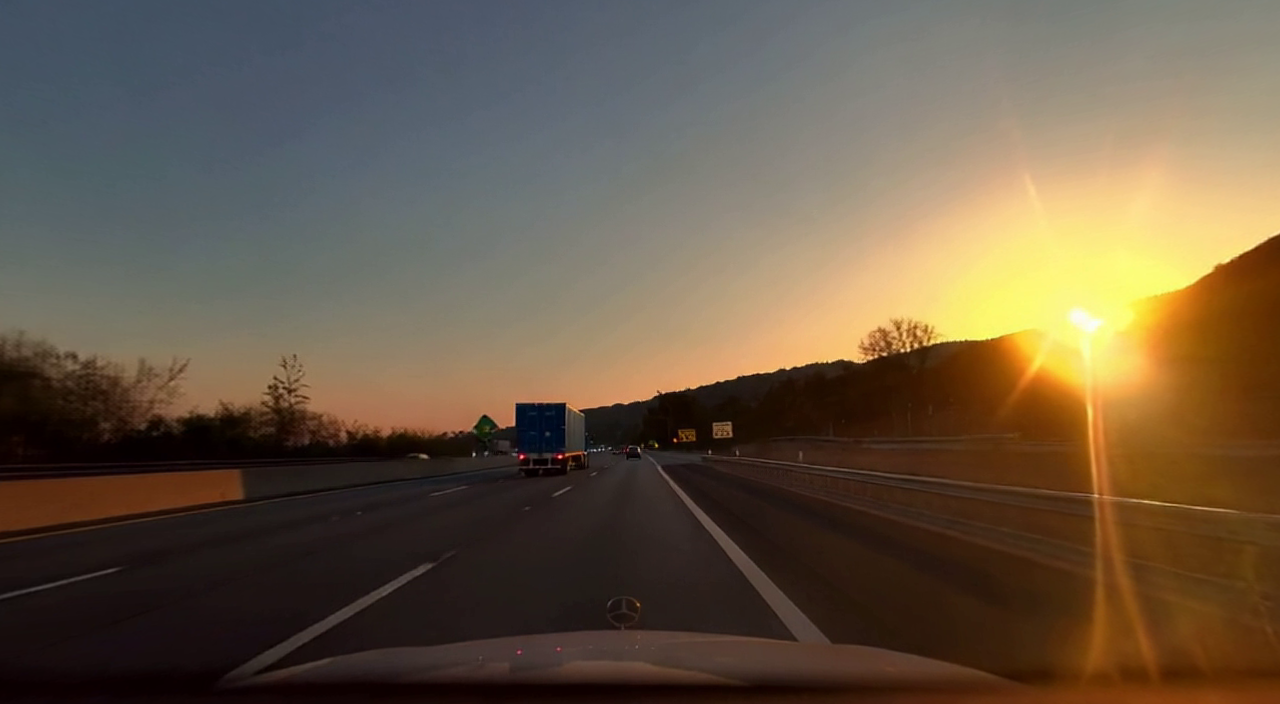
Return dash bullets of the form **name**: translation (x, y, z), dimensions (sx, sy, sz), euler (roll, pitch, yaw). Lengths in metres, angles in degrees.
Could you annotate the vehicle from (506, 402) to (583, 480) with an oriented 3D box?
- **vehicle**: translation (-4.571, 4.517, 31.856), dimensions (2.707, 3.461, 7.191), euler (0, -9, 0)
